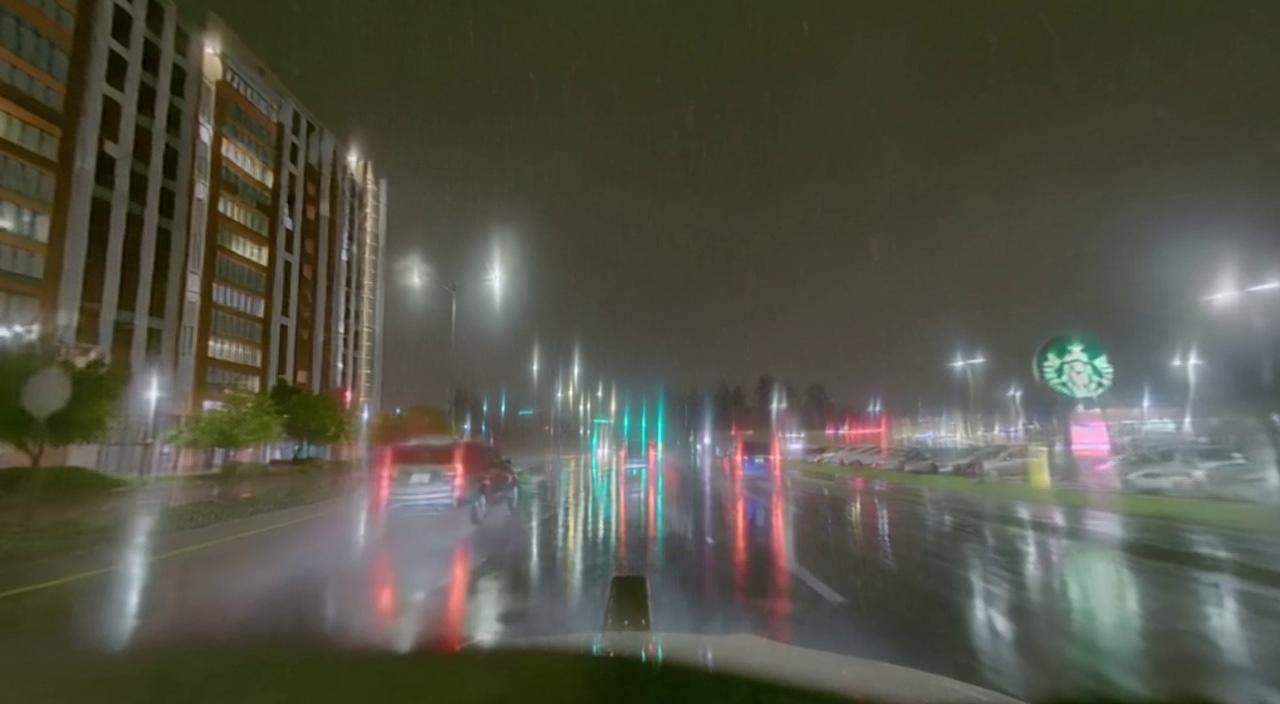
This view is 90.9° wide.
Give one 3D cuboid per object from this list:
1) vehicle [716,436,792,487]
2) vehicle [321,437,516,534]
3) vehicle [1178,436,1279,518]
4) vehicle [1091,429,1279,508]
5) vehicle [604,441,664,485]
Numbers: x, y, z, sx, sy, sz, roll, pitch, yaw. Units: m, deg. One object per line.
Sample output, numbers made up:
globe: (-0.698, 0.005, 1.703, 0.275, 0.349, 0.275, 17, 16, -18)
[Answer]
vehicle: (4.076, 3.987, 23.227, 2.007, 1.683, 4.171, 0, -8, 0)
vehicle: (-3.879, 2.409, 12.078, 2.029, 1.482, 4.591, 0, -8, 1)
vehicle: (13.324, 2.450, 12.739, 4.282, 1.469, 2.035, 4, -9, -26)
vehicle: (13.836, 2.829, 15.785, 4.331, 1.728, 2.036, 3, -9, -23)
vehicle: (-0.177, 4.130, 23.765, 2.059, 1.477, 3.988, 0, -8, 1)
